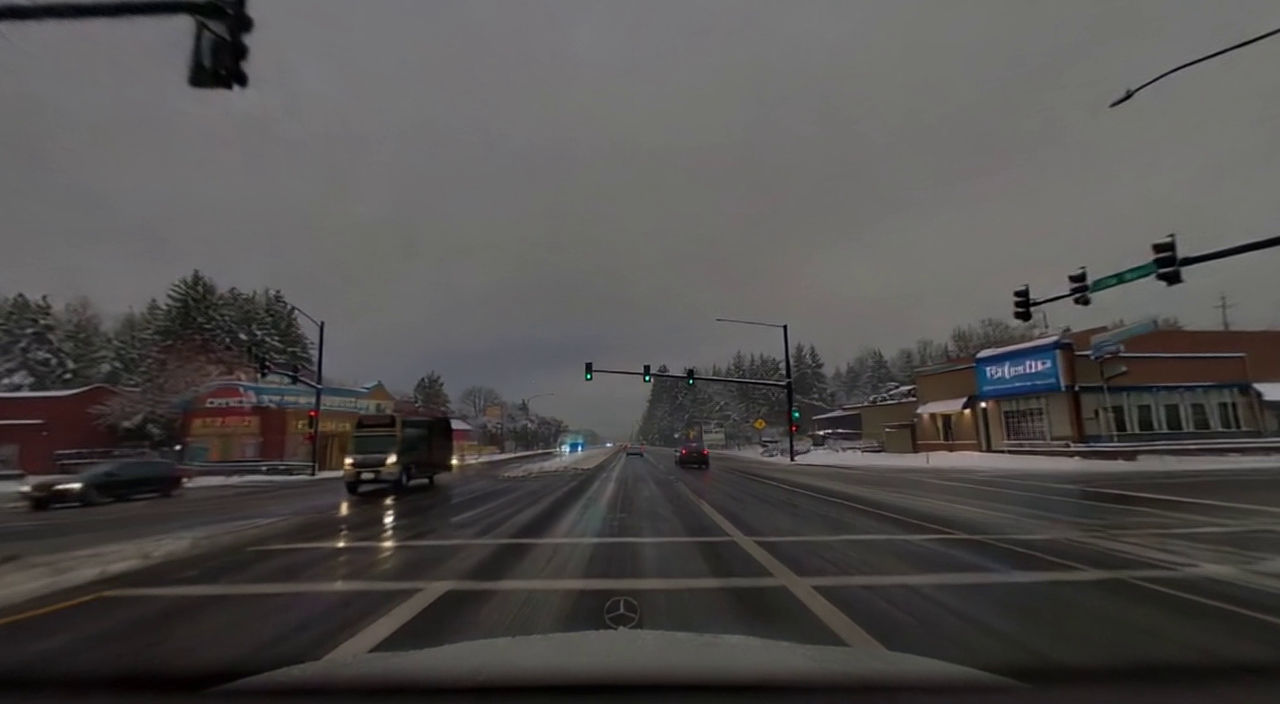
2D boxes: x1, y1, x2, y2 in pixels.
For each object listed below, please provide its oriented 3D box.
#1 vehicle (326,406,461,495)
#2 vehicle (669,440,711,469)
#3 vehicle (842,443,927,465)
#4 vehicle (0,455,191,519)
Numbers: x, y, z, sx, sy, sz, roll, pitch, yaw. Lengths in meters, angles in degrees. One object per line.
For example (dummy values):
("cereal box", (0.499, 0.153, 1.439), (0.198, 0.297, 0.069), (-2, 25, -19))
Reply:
("vehicle", (-8.699, 3.578, 23.187), (2.327, 2.780, 6.498), (0, -8, 0))
("vehicle", (2.911, 6.124, 37.879), (2.022, 1.643, 4.326), (0, -8, -2))
("vehicle", (16.887, 7.080, 43.860), (4.828, 1.461, 2.495), (0, -8, 0))
("vehicle", (-15.455, 3.731, 17.984), (2.086, 1.483, 4.418), (0, -8, 0))
